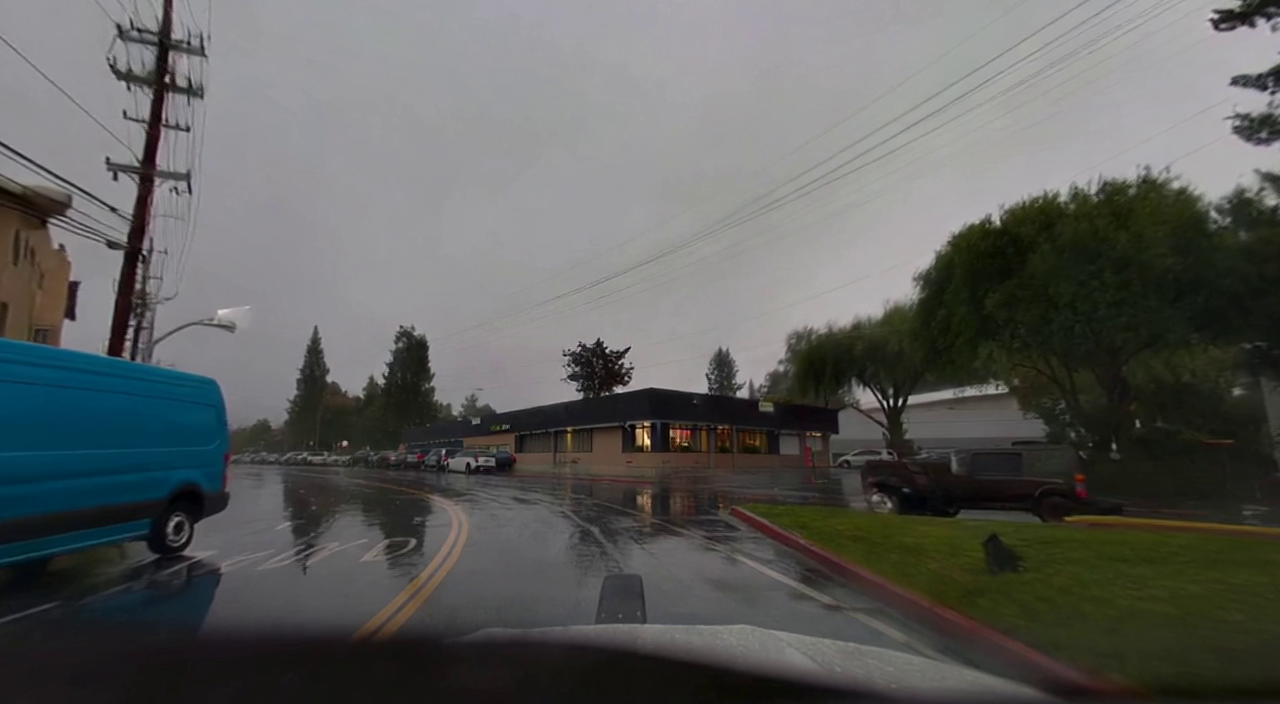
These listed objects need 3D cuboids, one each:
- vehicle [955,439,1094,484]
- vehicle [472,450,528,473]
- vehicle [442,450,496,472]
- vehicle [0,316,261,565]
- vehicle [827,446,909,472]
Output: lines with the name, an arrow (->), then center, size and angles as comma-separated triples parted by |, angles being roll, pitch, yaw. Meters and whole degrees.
vehicle -> 16.225, 4.601, 26.697 | 4.543, 1.744, 2.164 | 0, -9, -7
vehicle -> -10.207, 8.019, 46.341 | 2.074, 1.526, 4.853 | -3, -9, 13
vehicle -> -13.169, 8.450, 48.870 | 2.057, 1.564, 4.502 | -3, -9, 14
vehicle -> -11.817, 1.618, 11.329 | 3.276, 3.922, 10.384 | -1, -9, 1
vehicle -> 14.599, 6.843, 40.386 | 4.454, 1.504, 1.970 | 0, -9, -6
